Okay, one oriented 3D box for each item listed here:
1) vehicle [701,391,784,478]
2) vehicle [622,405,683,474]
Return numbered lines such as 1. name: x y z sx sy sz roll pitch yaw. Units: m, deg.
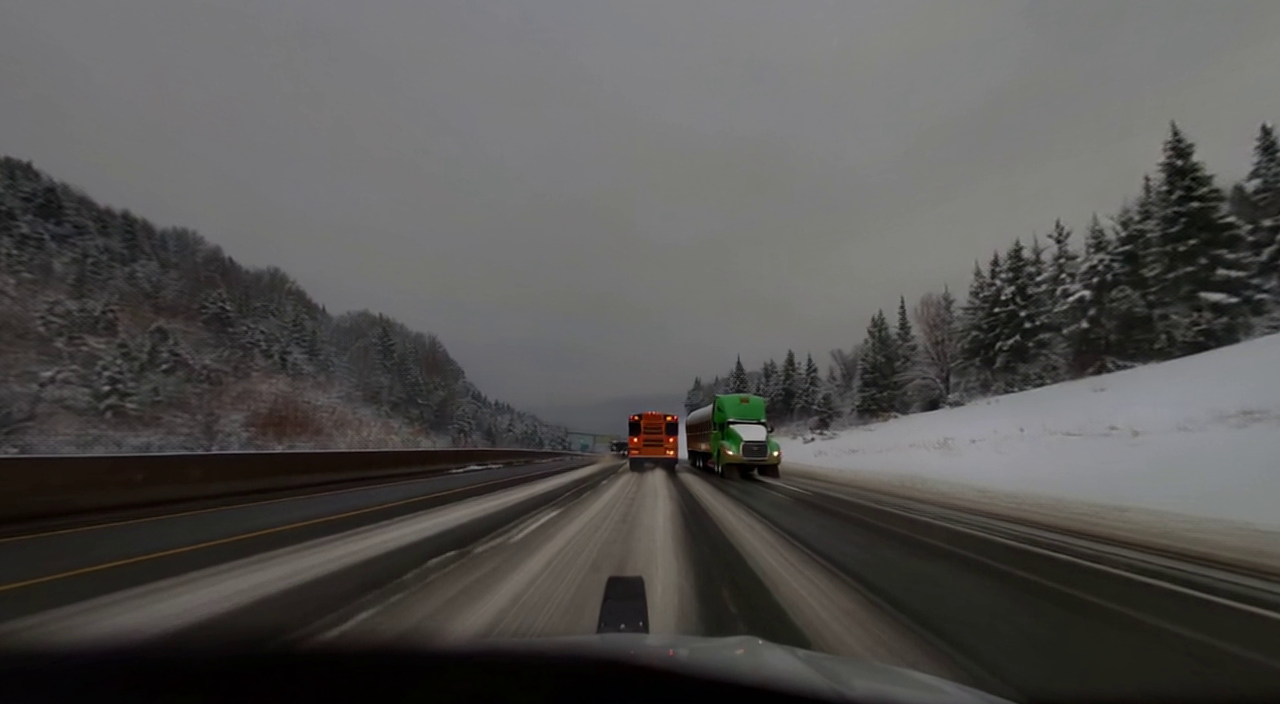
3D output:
1. vehicle: 4.717 4.013 30.503 2.716 3.705 7.018 0 -8 0
2. vehicle: 0.710 4.970 35.583 2.948 3.265 10.569 0 -8 1
